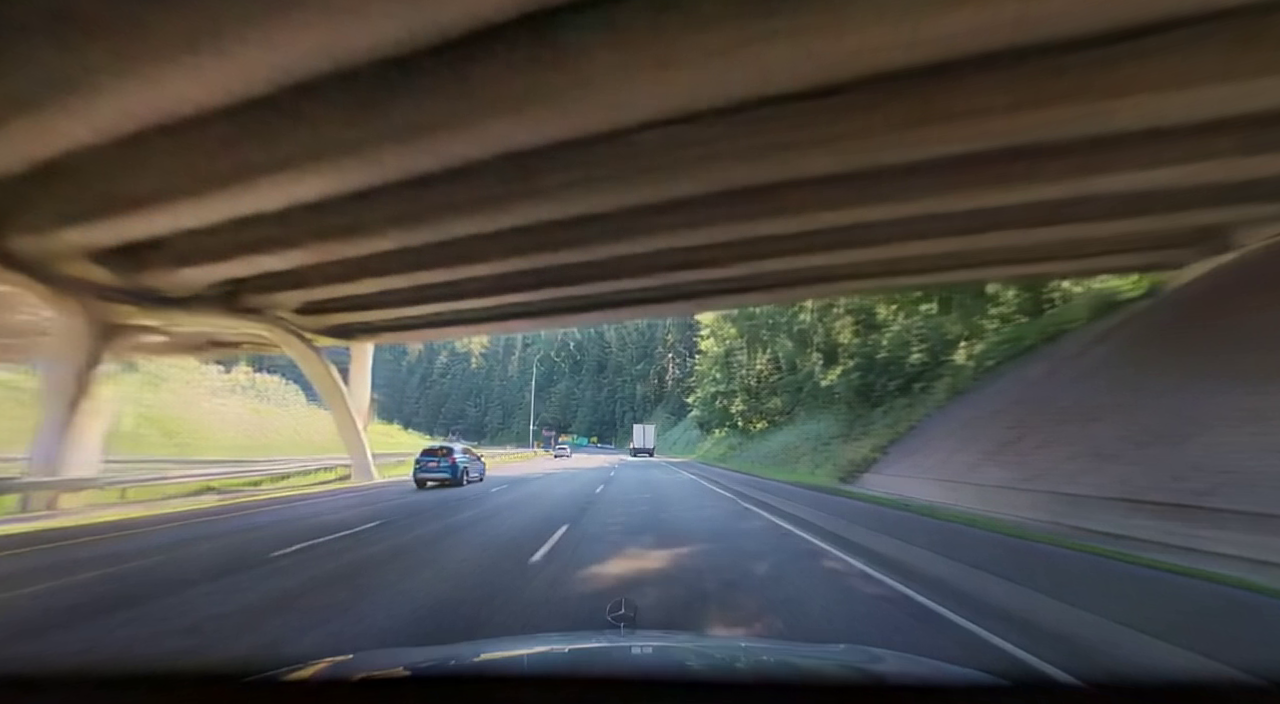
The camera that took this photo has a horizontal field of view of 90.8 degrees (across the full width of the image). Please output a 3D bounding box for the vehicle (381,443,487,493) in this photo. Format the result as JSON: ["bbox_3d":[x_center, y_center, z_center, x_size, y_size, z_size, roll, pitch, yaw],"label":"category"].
[{"bbox_3d":[-6.791,3.860,21.435,2.038,1.489,4.603,0,-9,0],"label":"vehicle"}]
